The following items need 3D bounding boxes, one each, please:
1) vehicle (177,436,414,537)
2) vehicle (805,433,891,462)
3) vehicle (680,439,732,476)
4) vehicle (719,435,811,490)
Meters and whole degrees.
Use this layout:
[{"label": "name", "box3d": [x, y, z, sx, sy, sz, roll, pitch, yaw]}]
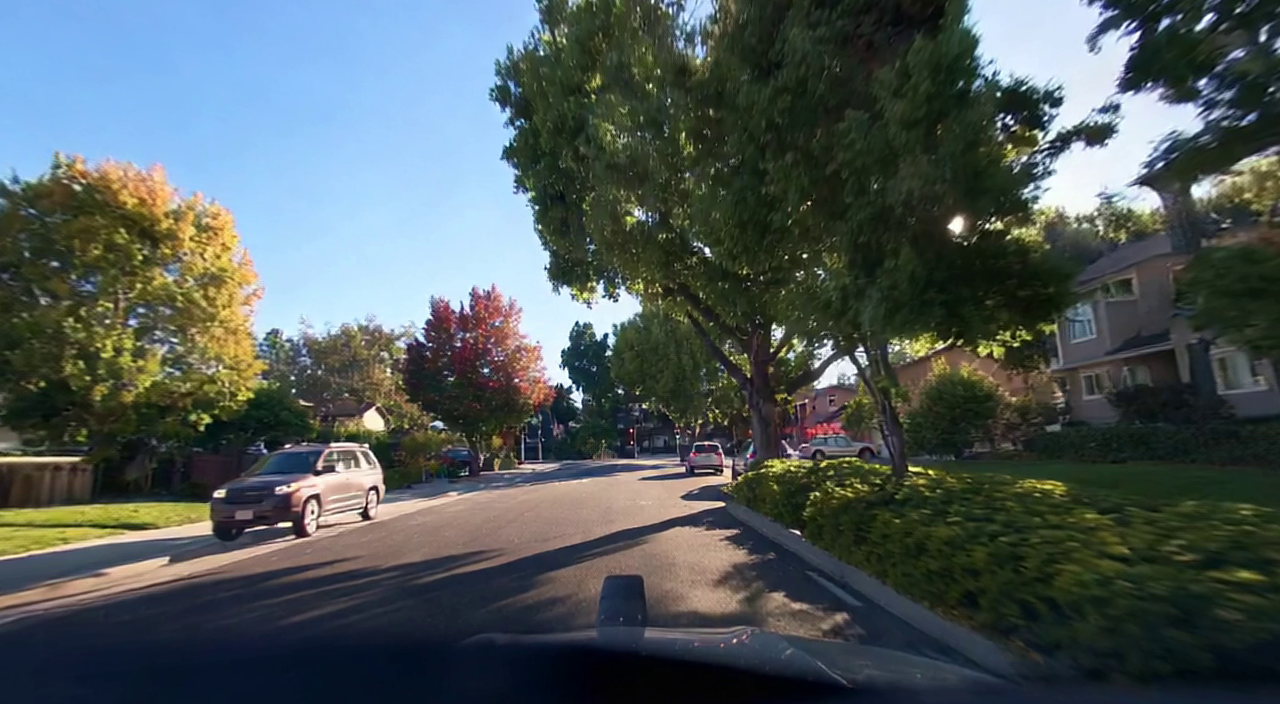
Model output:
[{"label": "vehicle", "box3d": [-6.967, 2.718, 13.485, 2.119, 1.760, 4.294, -2, -9, 10]}, {"label": "vehicle", "box3d": [12.368, 5.720, 37.814, 4.470, 1.624, 2.047, -1, -9, 5]}, {"label": "vehicle", "box3d": [3.045, 4.983, 30.171, 2.037, 1.595, 4.536, -1, -8, 0]}, {"label": "vehicle", "box3d": [3.975, 3.611, 20.981, 2.043, 1.585, 4.687, 0, -8, -1]}]
